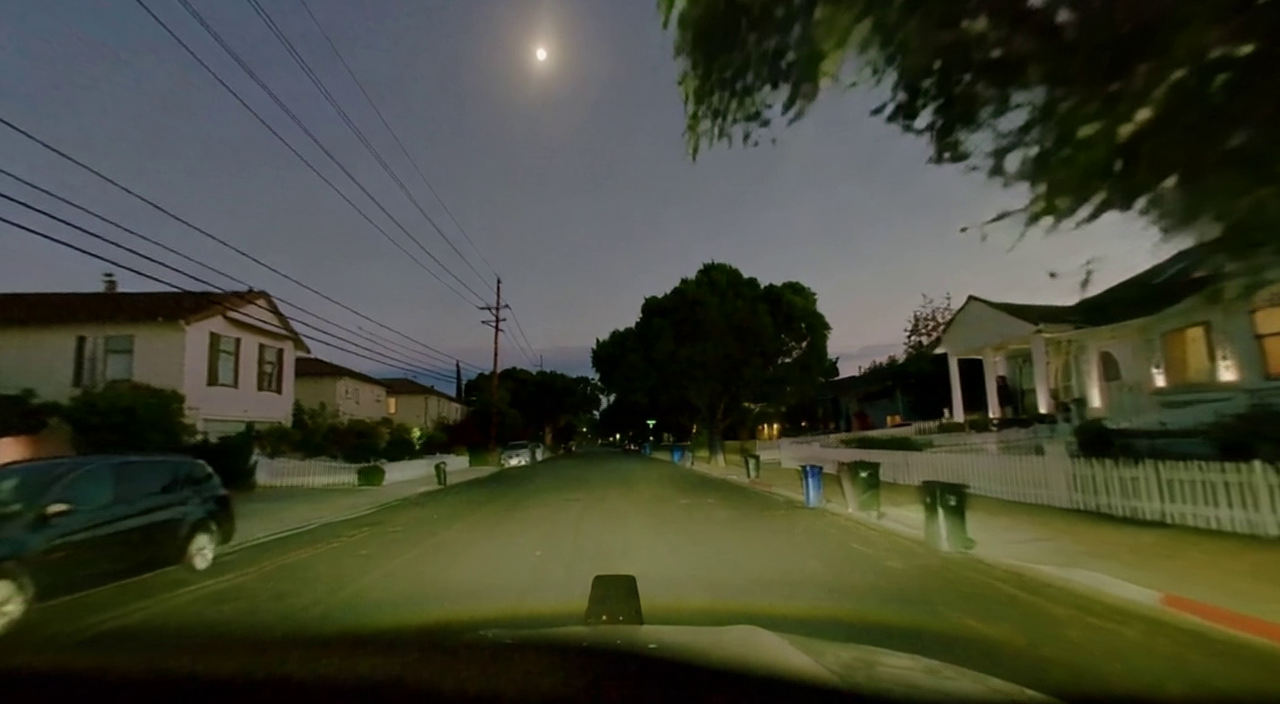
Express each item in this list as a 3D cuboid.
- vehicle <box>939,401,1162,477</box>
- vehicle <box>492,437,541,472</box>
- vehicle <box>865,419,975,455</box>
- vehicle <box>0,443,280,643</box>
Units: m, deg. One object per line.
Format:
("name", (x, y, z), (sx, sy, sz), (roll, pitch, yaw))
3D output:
("vehicle", (10.536, 2.346, 16.572), (4.293, 1.657, 1.961), (-4, -12, 6))
("vehicle", (-7.738, 6.507, 40.144), (2.240, 1.940, 5.429), (-2, -9, -3))
("vehicle", (14.587, 4.462, 33.092), (4.842, 1.728, 1.875), (1, -9, -1))
("vehicle", (-6.328, 1.884, 6.924), (1.954, 1.551, 5.128), (-3, -7, -2))
